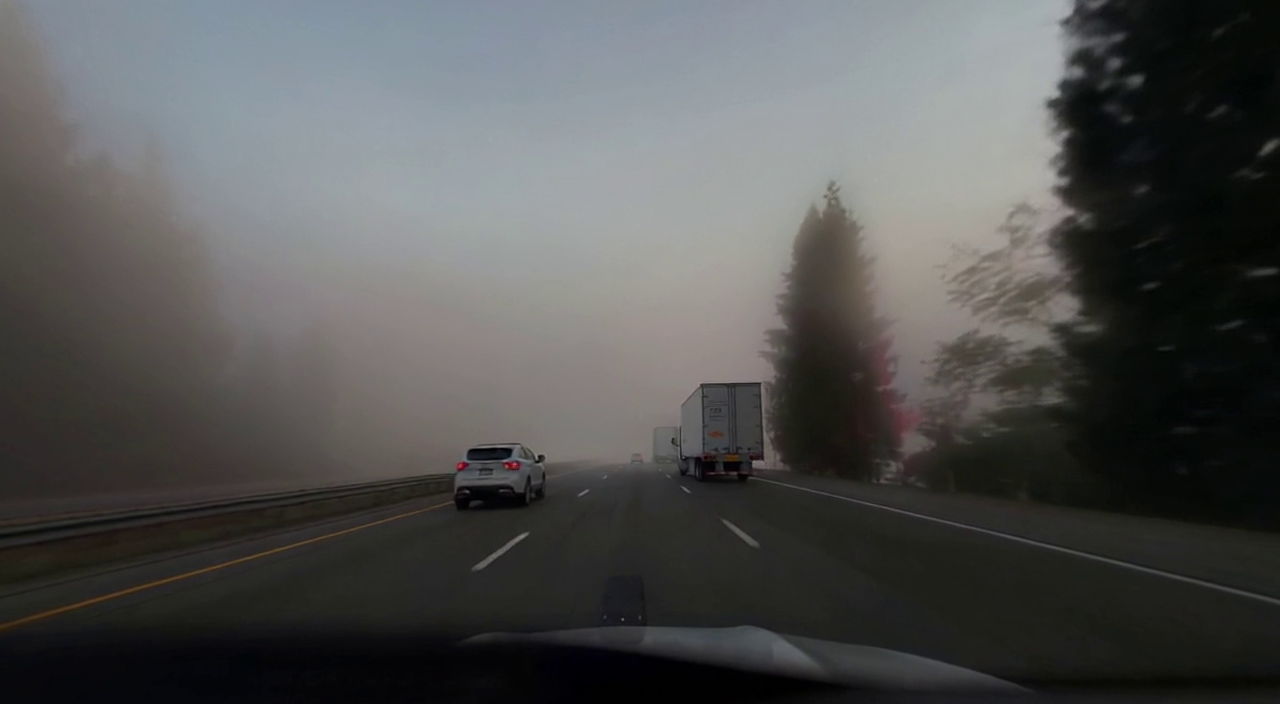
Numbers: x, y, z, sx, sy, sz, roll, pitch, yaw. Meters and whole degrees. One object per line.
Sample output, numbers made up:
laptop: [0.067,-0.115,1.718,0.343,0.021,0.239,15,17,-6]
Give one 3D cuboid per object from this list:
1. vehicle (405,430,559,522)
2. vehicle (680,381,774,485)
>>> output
vehicle: [-3.454,2.838,14.957,2.291,1.788,4.825,0,-9,1]
vehicle: [4.037,4.441,33.241,2.826,4.269,14.176,0,-9,0]
